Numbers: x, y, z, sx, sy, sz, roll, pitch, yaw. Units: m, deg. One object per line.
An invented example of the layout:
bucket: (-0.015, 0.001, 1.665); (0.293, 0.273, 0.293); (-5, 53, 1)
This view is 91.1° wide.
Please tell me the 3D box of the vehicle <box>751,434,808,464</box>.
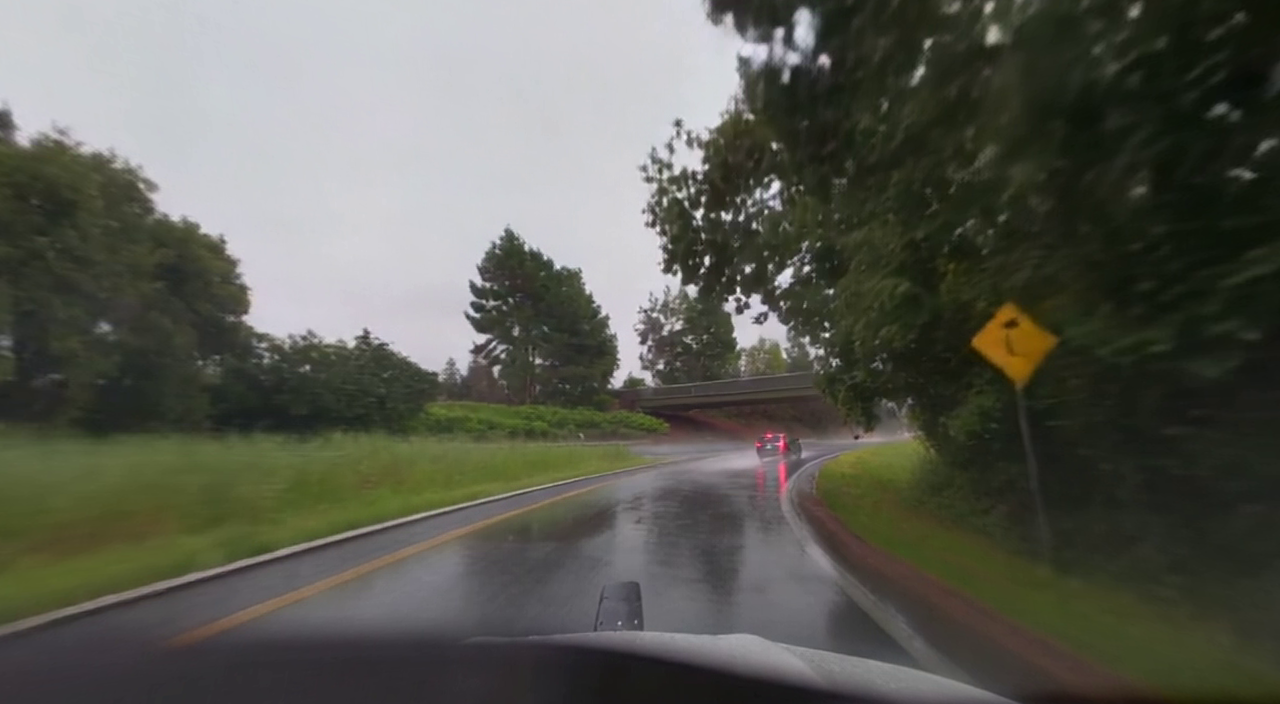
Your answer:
vehicle: (7.259, 5.033, 32.569); (1.980, 1.449, 3.650); (-5, -10, 26)
